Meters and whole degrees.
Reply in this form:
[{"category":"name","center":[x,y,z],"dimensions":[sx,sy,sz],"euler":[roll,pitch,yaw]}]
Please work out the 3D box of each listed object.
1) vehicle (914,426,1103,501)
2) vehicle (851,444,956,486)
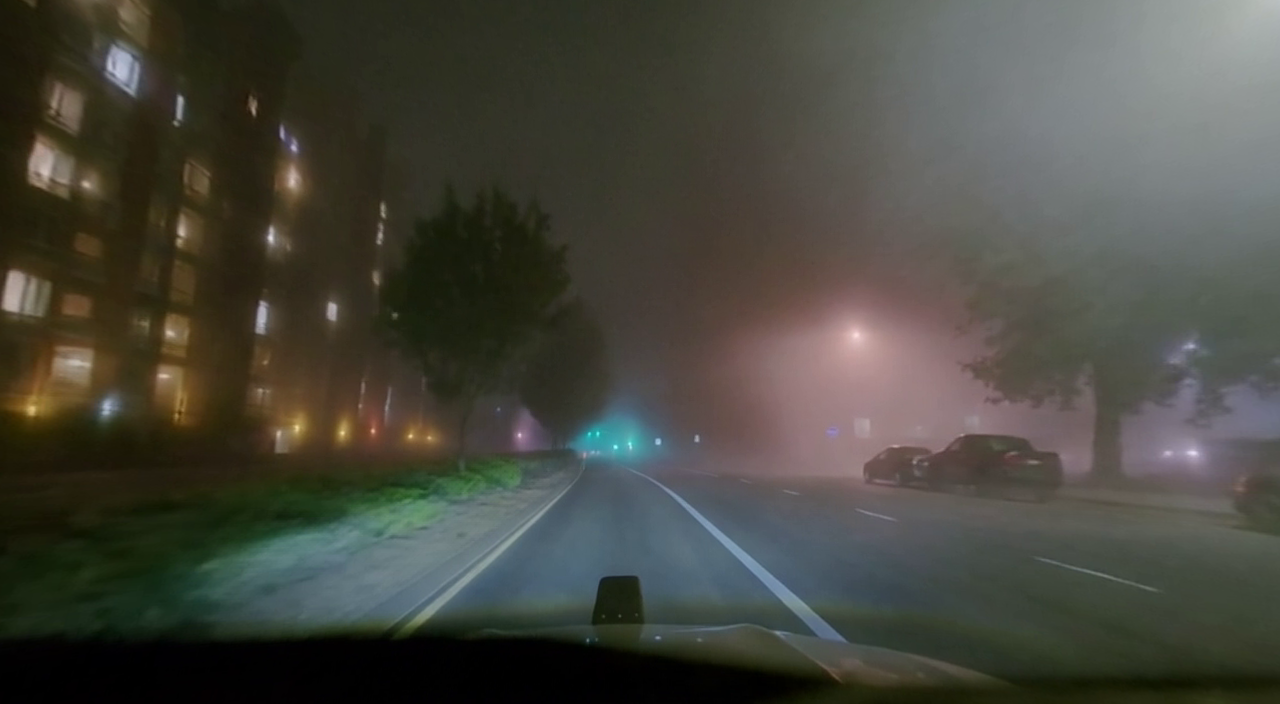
[{"category":"vehicle","center":[10.322,3.167,18.392],"dimensions":[2.211,1.831,5.275],"euler":[0,-9,-1]},{"category":"vehicle","center":[10.099,4.332,24.641],"dimensions":[1.891,1.460,4.514],"euler":[0,-9,-4]}]
